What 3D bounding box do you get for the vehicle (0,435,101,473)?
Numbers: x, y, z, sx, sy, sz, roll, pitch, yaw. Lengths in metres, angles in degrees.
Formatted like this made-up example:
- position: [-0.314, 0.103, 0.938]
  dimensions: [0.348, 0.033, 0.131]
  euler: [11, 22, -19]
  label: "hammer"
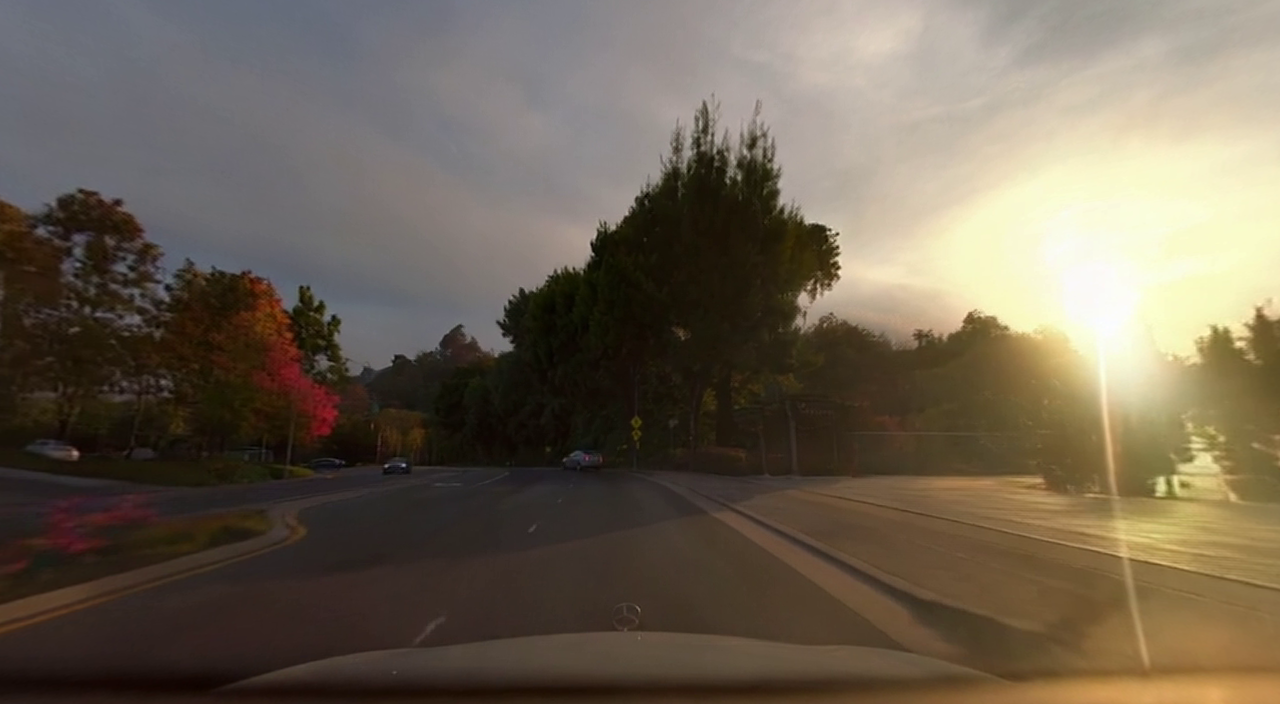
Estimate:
- position: [-29.127, 4.905, 30.511]
  dimensions: [4.816, 1.696, 2.323]
  euler: [-3, -9, 17]
  label: "vehicle"
